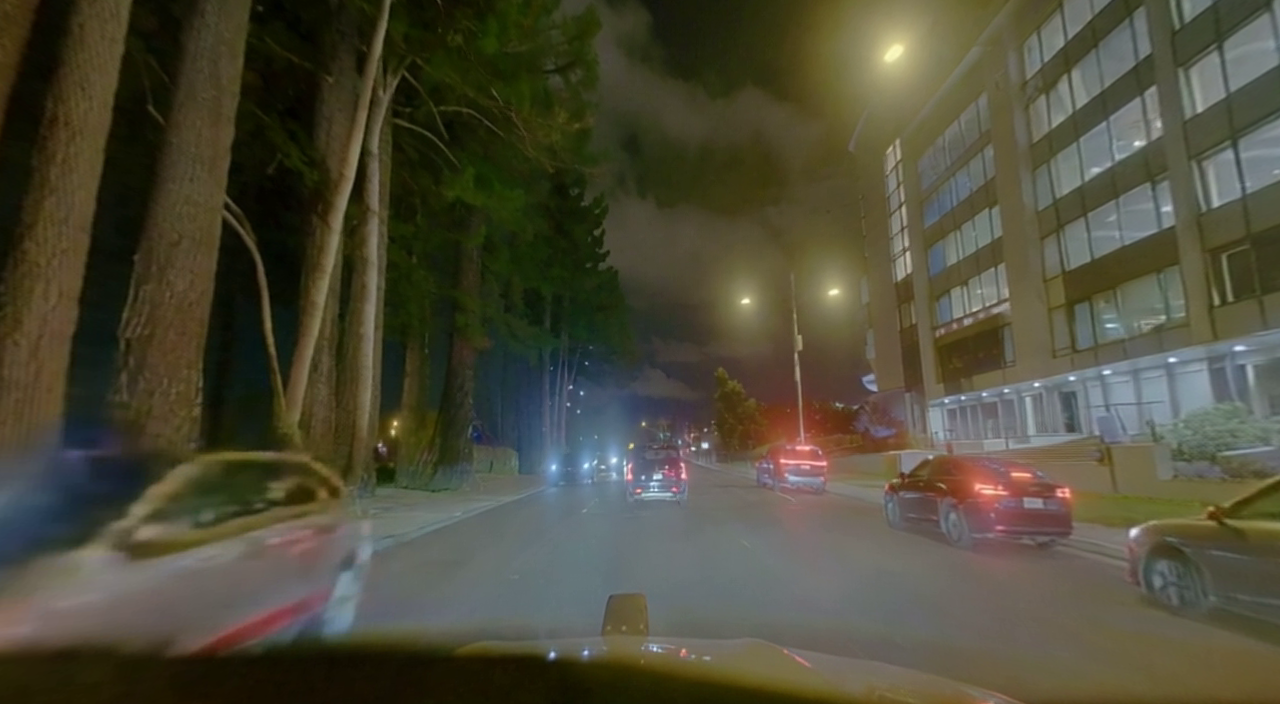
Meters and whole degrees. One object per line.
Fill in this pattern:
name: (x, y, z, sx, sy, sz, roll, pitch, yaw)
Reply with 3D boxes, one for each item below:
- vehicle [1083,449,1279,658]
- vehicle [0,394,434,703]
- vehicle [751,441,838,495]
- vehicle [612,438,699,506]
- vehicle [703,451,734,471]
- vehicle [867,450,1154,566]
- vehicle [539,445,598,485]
vehicle: (5.508, 1.395, 4.151, 1.809, 1.478, 4.623, 0, -9, 0)
vehicle: (-2.820, 1.139, 3.406, 1.979, 1.534, 4.076, 0, -9, 1)
vehicle: (5.674, 4.313, 23.850, 2.059, 1.813, 4.637, 0, -9, -1)
vehicle: (0.407, 3.242, 17.419, 2.105, 1.653, 3.887, 0, -9, 1)
vehicle: (6.145, 8.595, 49.853, 1.885, 1.467, 4.546, 0, -9, 0)
vehicle: (5.687, 2.396, 10.634, 1.852, 1.452, 4.852, 0, -9, -1)
vehicle: (-3.296, 5.290, 29.926, 2.167, 1.717, 4.448, 0, -9, 1)
